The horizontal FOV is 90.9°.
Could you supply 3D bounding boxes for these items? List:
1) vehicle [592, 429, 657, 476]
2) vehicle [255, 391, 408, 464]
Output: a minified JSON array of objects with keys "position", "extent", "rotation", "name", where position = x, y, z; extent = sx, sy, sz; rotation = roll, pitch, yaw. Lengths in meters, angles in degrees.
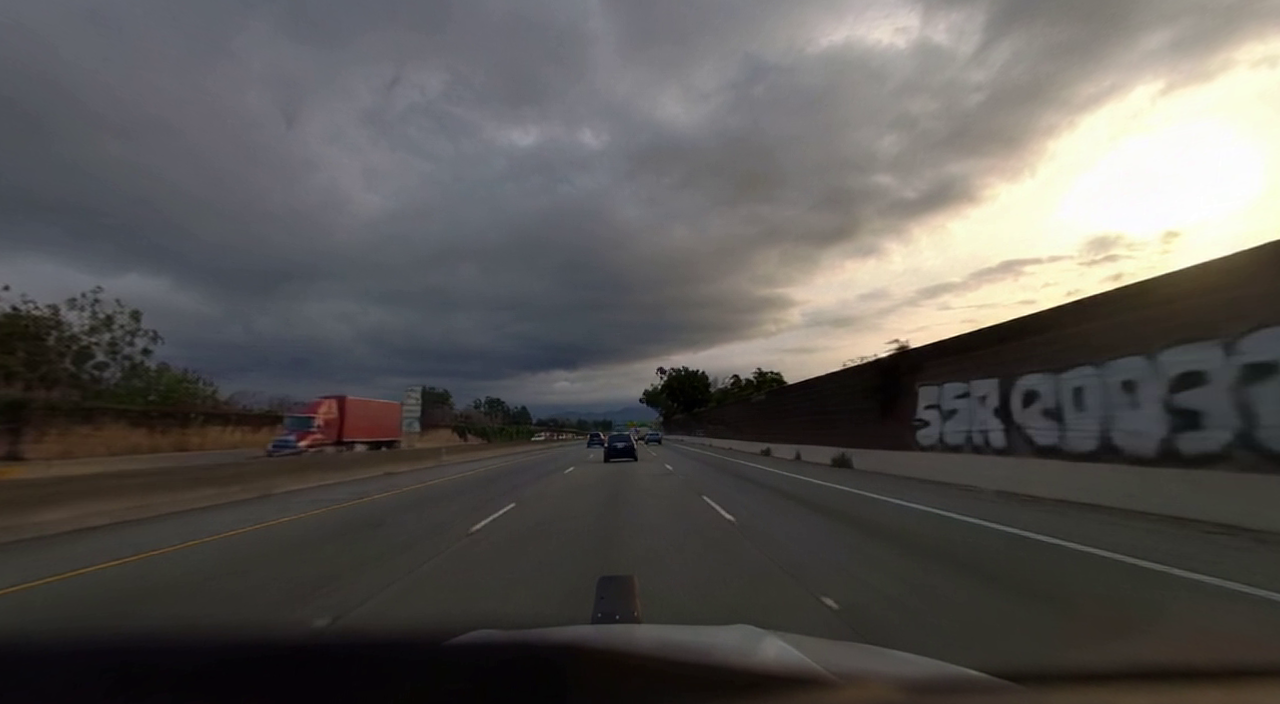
[{"position":[-0.535,3.424,21.808],"extent":[2.044,1.477,3.693],"rotation":[0,-8,-1],"name":"vehicle"},{"position":[-22.052,5.764,47.229],"extent":[3.141,4.374,17.378],"rotation":[1,-8,-2],"name":"vehicle"}]
